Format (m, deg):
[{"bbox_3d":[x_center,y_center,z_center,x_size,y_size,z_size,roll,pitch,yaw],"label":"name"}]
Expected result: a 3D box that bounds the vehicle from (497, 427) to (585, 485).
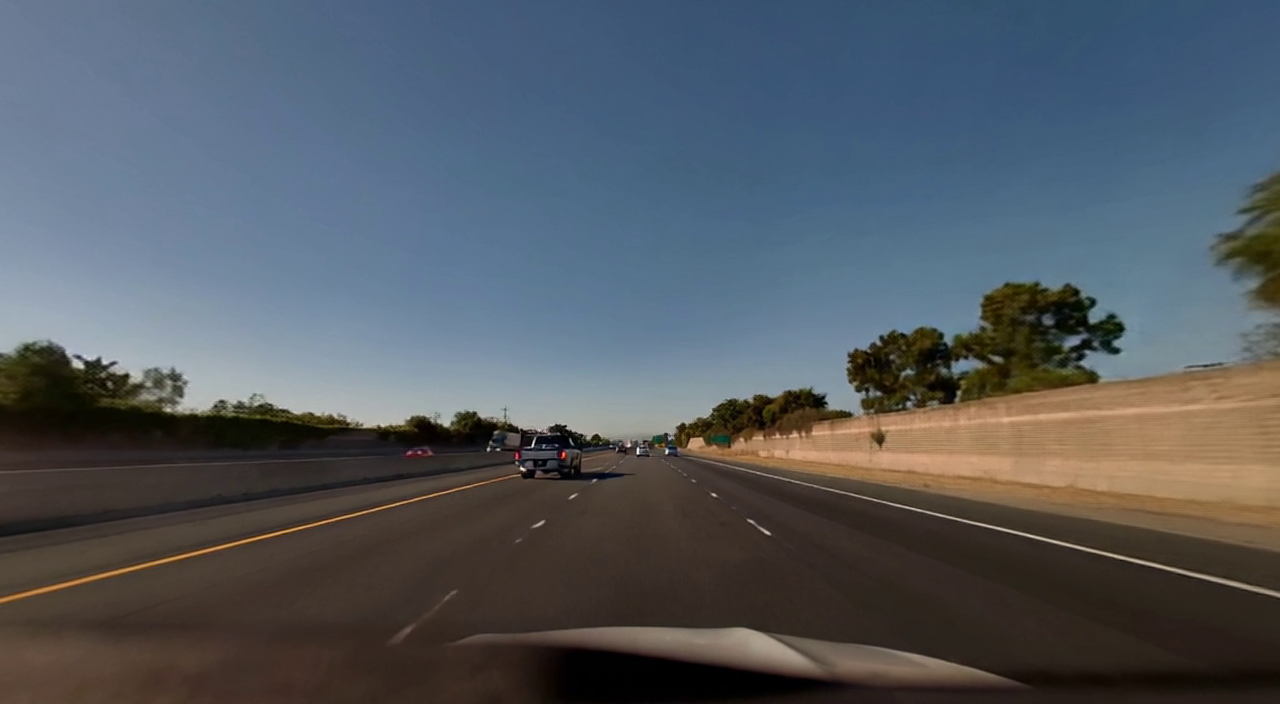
[{"bbox_3d":[-3.554,3.900,23.936,2.379,1.918,5.504,0,-8,1],"label":"vehicle"}]
